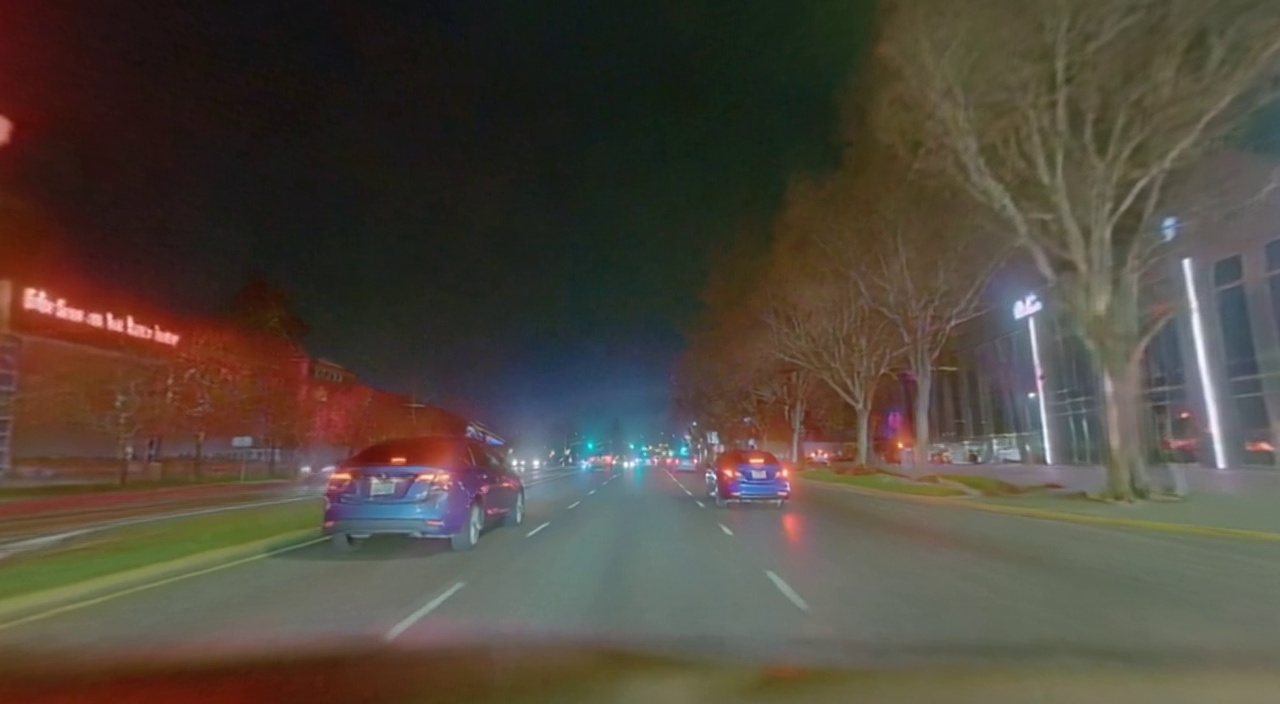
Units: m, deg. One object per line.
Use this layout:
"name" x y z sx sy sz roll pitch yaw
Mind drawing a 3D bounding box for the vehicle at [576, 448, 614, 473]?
"vehicle" -2.840 6.952 40.572 2.040 1.471 4.211 -1 -8 2

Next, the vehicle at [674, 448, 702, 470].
"vehicle" 3.639 8.216 48.503 1.931 1.552 4.125 0 -8 1

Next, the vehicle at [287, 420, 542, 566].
"vehicle" -2.979 1.993 9.785 2.032 1.639 5.037 0 -8 1

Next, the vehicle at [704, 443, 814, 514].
"vehicle" 2.810 3.066 15.831 1.946 1.513 4.133 0 -8 0
